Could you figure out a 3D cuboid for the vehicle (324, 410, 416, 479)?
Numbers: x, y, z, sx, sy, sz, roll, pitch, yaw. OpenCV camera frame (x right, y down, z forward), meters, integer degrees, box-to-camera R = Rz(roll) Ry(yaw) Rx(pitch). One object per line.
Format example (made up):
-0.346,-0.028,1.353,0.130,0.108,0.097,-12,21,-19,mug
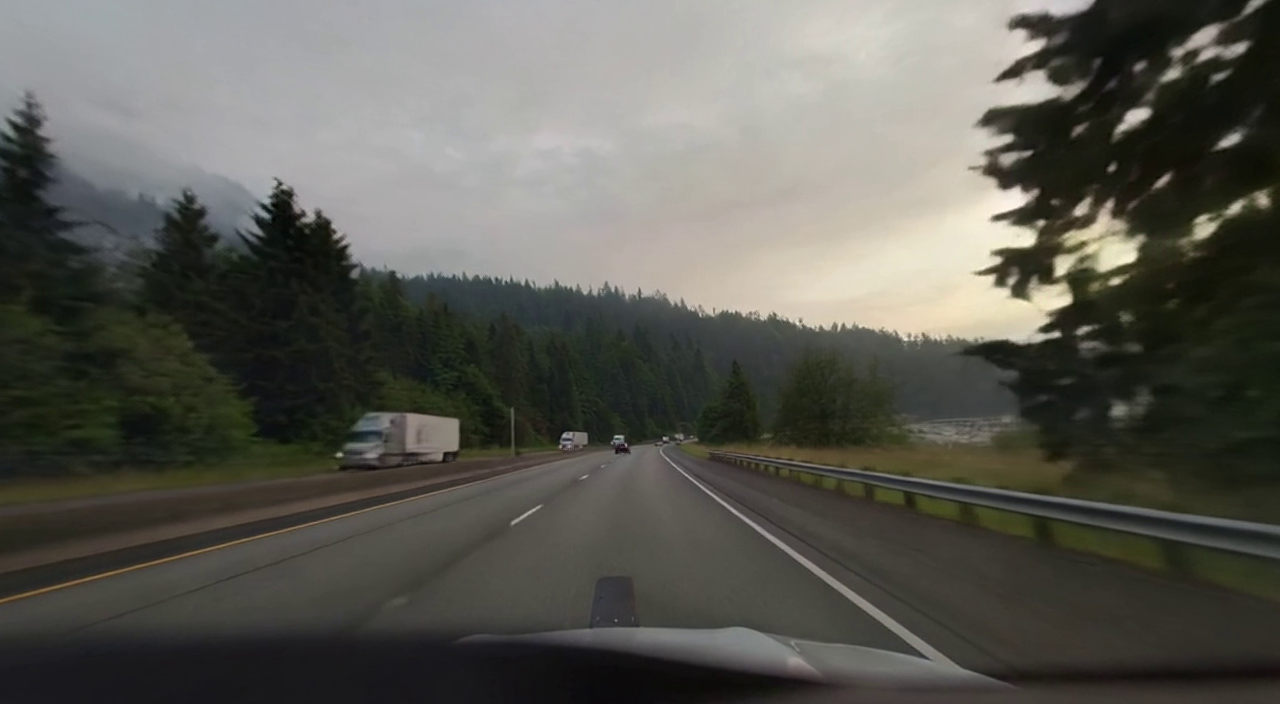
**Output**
-16.629,5.737,39.239,3.011,3.942,5.865,0,-8,0,vehicle
